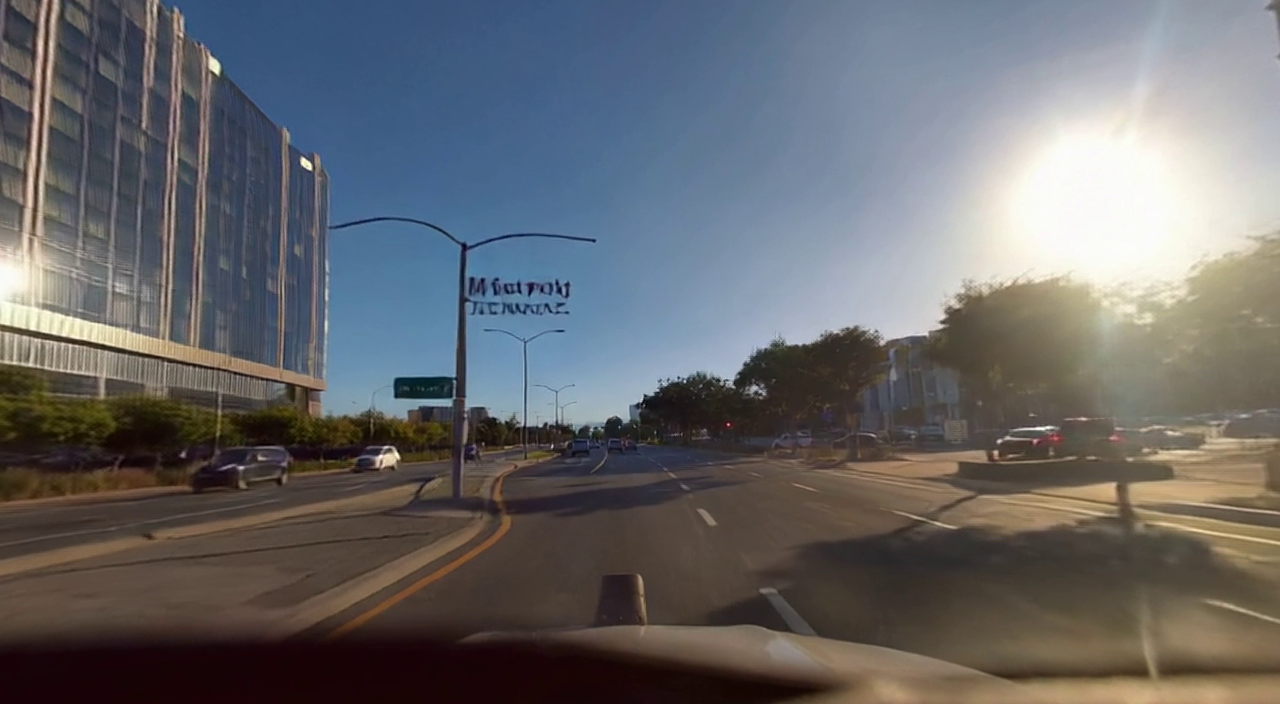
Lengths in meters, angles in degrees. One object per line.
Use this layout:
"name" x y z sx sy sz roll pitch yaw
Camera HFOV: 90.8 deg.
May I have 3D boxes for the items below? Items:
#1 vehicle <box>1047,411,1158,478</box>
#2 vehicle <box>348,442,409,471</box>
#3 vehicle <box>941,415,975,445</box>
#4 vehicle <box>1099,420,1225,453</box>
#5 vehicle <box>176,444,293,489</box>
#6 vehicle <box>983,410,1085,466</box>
"vehicle" 17.177 3.407 23.656 1.686 2.284 3.164 -1 -7 1
"vehicle" -18.422 7.330 44.702 2.284 1.801 4.822 -3 -8 0
"vehicle" 24.980 6.138 49.742 1.246 2.287 2.709 -1 -8 2
"vehicle" 31.547 5.106 38.275 5.509 1.904 2.614 0 -8 -6
"vehicle" -18.263 5.131 28.809 2.041 1.826 4.878 -1 -8 1
"vehicle" 21.908 4.722 35.073 5.332 2.719 2.336 1 -8 -31
